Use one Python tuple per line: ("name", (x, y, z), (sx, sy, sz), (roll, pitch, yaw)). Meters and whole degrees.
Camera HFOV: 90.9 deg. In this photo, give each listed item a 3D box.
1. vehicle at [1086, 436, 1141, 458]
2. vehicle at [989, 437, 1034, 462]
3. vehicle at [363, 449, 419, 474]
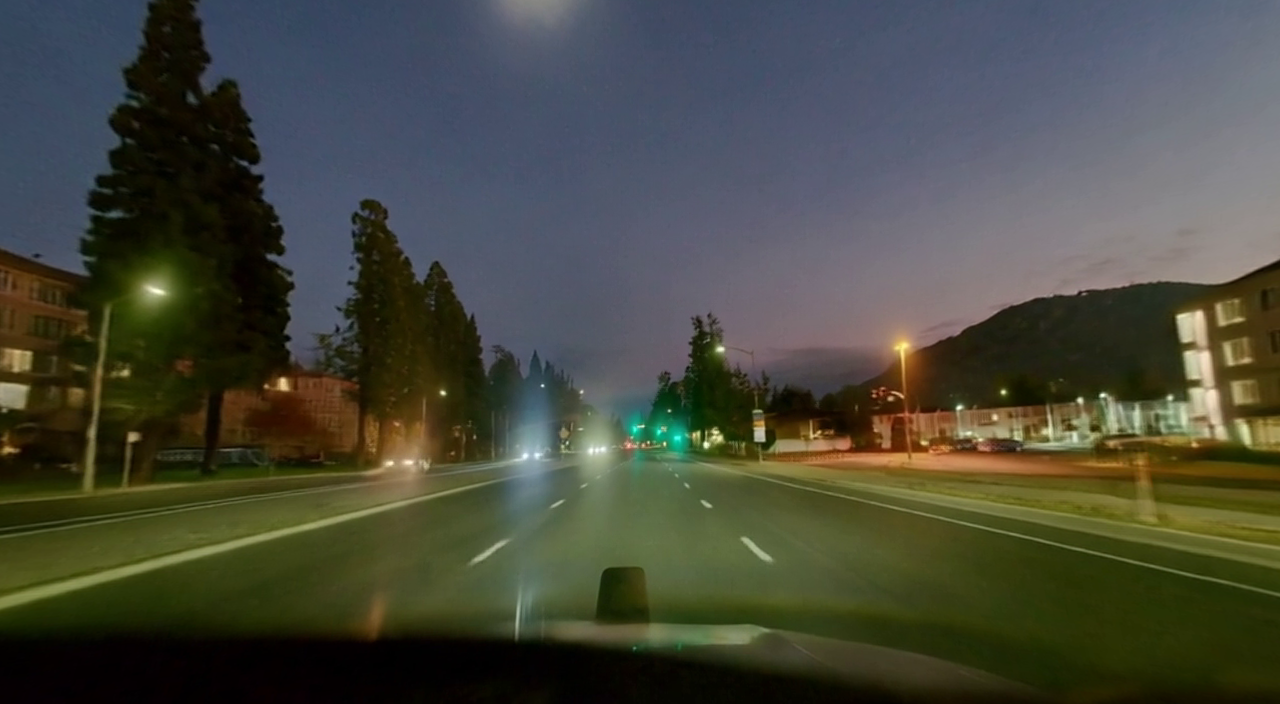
("vehicle", (32.670, 6.570, 43.636), (1.868, 1.434, 4.425), (-3, -9, 21))
("vehicle", (26.025, 6.802, 44.314), (1.823, 1.466, 4.676), (-7, -8, 20))
("vehicle", (-16.441, 7.224, 41.922), (1.928, 1.531, 4.329), (0, -8, 0))
